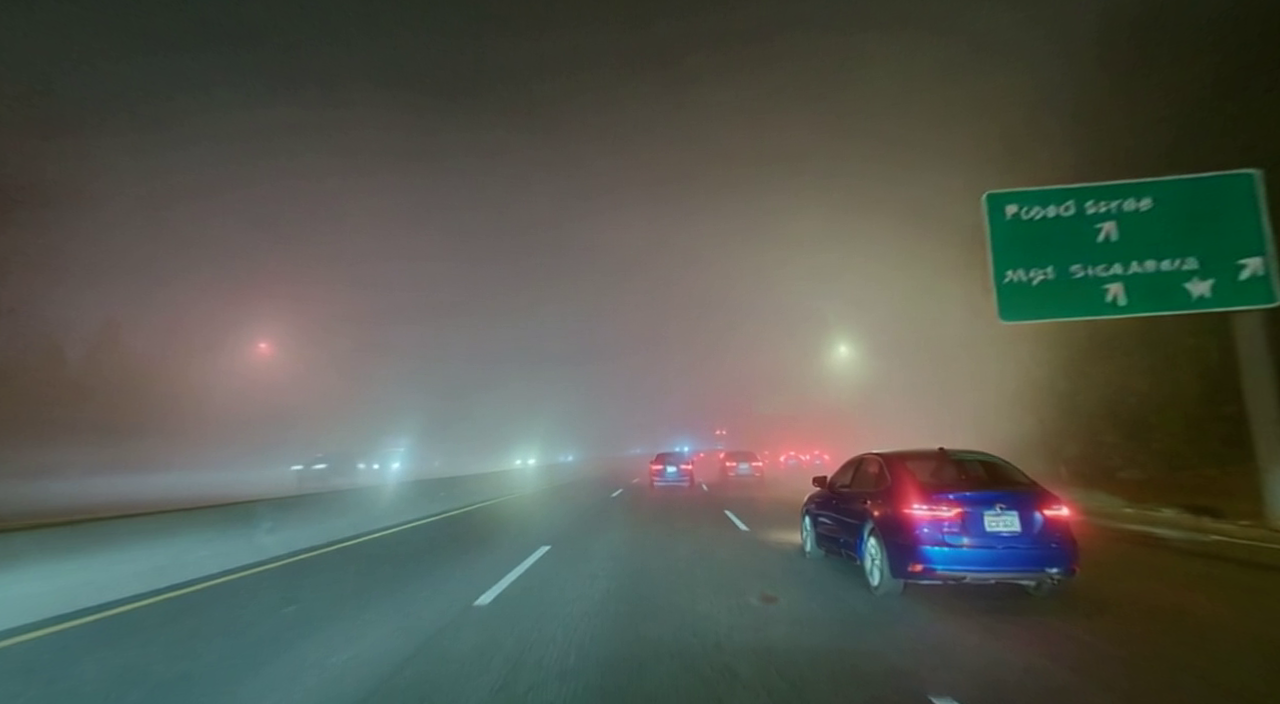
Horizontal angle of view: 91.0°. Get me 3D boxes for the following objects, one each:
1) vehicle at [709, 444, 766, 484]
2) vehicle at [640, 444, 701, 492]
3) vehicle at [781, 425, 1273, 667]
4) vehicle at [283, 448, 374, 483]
[{"bbox_3d":[4.338,5.050,28.638,2.076,1.684,4.241,0,-9,3],"label":"vehicle"},{"bbox_3d":[1.135,4.275,23.426,2.074,1.614,3.803,-1,-9,3],"label":"vehicle"},{"bbox_3d":[2.922,1.570,6.265,2.009,1.489,4.559,0,-9,0],"label":"vehicle"},{"bbox_3d":[-18.246,6.657,37.233,2.113,1.862,5.561,-1,-9,5],"label":"vehicle"}]
